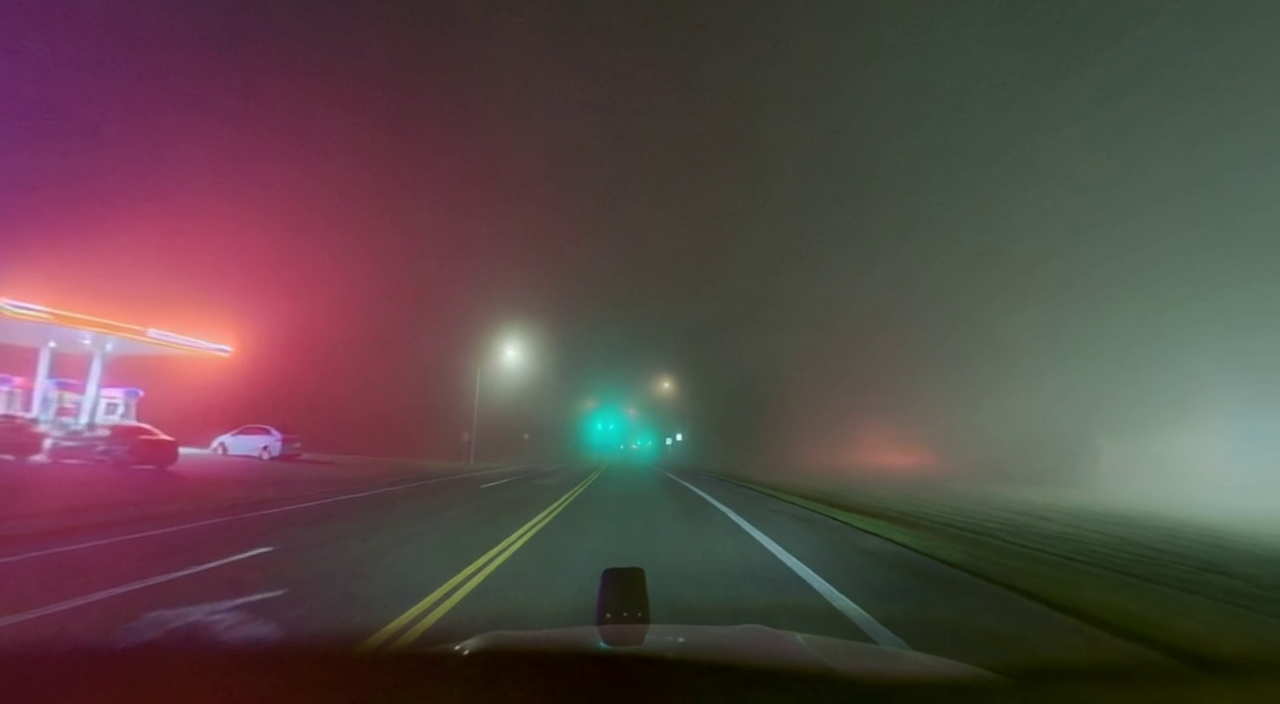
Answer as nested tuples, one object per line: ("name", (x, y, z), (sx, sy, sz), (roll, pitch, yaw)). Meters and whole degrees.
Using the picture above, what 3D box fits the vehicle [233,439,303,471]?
("vehicle", (-18.741, 5.198, 31.980), (1.885, 1.490, 4.474), (3, -9, -16))

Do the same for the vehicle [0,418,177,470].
("vehicle", (-21.255, 3.572, 24.541), (4.907, 1.827, 2.121), (6, -10, -33))
